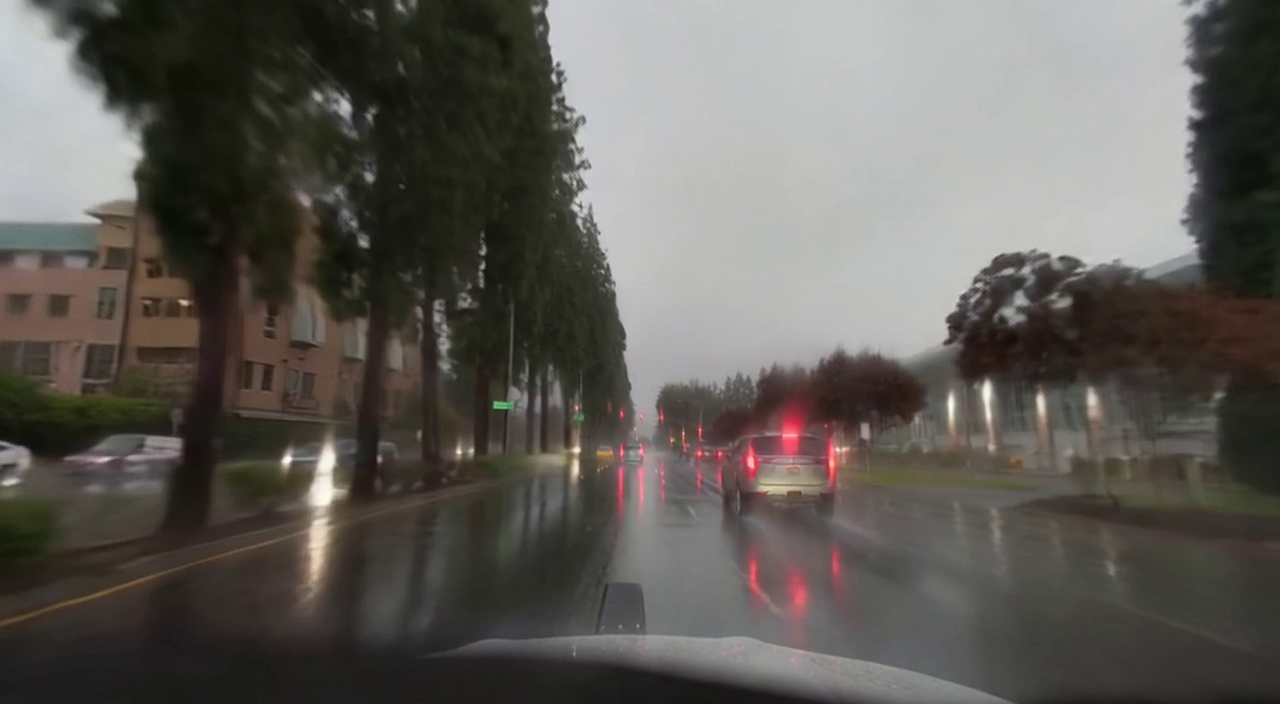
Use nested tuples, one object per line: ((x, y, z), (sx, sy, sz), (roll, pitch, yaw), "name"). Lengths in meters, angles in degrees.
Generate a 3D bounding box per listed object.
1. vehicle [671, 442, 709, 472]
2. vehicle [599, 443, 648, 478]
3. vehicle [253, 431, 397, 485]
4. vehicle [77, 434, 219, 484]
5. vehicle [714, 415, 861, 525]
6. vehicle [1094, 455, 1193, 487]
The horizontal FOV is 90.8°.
((3.019, 6.501, 39.300), (1.922, 1.708, 4.126), (0, -9, -1), "vehicle")
((-0.707, 4.966, 29.124), (2.119, 1.460, 3.847), (-1, -9, 0), "vehicle")
((-11.585, 3.973, 23.909), (2.496, 1.750, 5.670), (-1, -9, 1), "vehicle")
((-19.323, 4.204, 25.124), (1.958, 1.756, 4.530), (-1, -9, 0), "vehicle")
((2.917, 2.449, 13.588), (2.035, 1.940, 4.299), (1, -9, -1), "vehicle")
((29.058, 6.858, 36.682), (1.912, 1.598, 4.602), (-1, -8, 0), "vehicle")
